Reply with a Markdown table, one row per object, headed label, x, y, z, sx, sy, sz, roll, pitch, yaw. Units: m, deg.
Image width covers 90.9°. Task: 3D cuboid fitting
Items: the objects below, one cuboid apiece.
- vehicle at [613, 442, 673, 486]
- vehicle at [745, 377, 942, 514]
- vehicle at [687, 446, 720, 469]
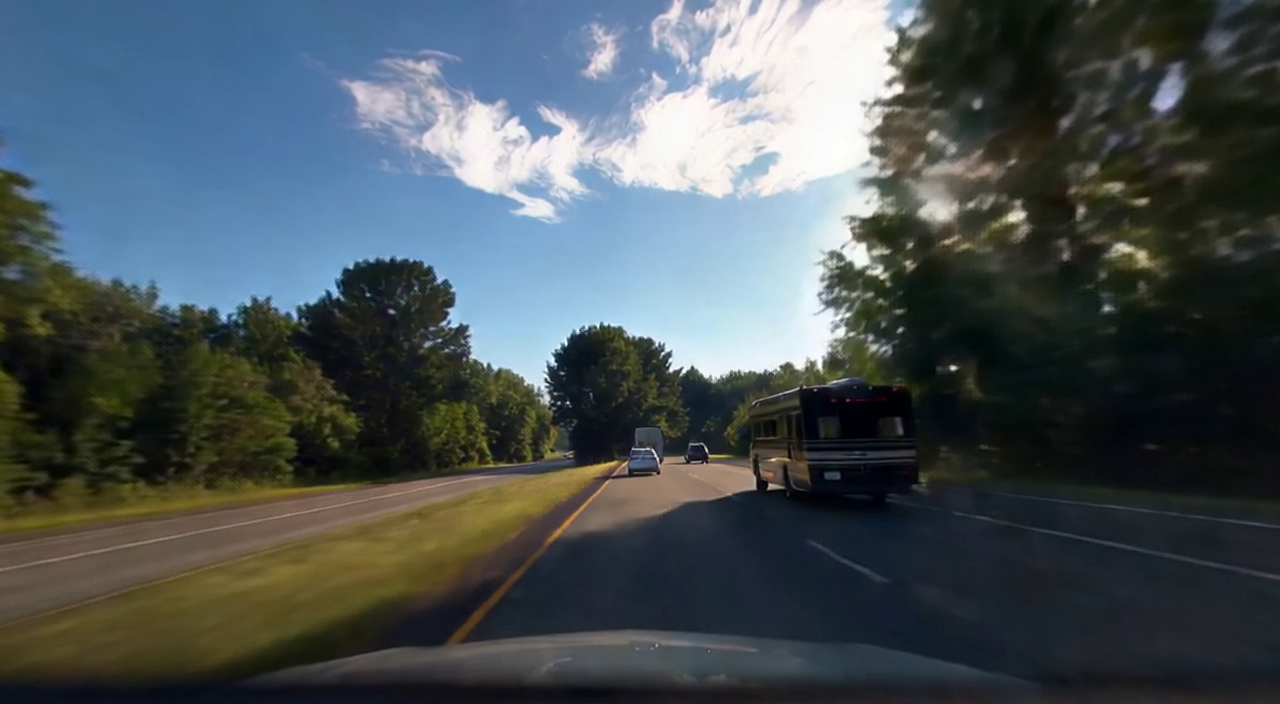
| label | x | y | z | sx | sy | sz | roll | pitch | yaw |
| --- | --- | --- | --- | --- | --- | --- | --- | --- | --- |
| vehicle | 0.069 | 4.314 | 24.534 | 2.120 | 1.575 | 4.018 | 0 | -9 | -1 |
| vehicle | 4.806 | 2.487 | 16.662 | 2.745 | 2.832 | 7.035 | 0 | -9 | -1 |
| vehicle | 4.193 | 7.061 | 42.118 | 1.757 | 1.459 | 3.398 | 0 | -9 | -1 |
